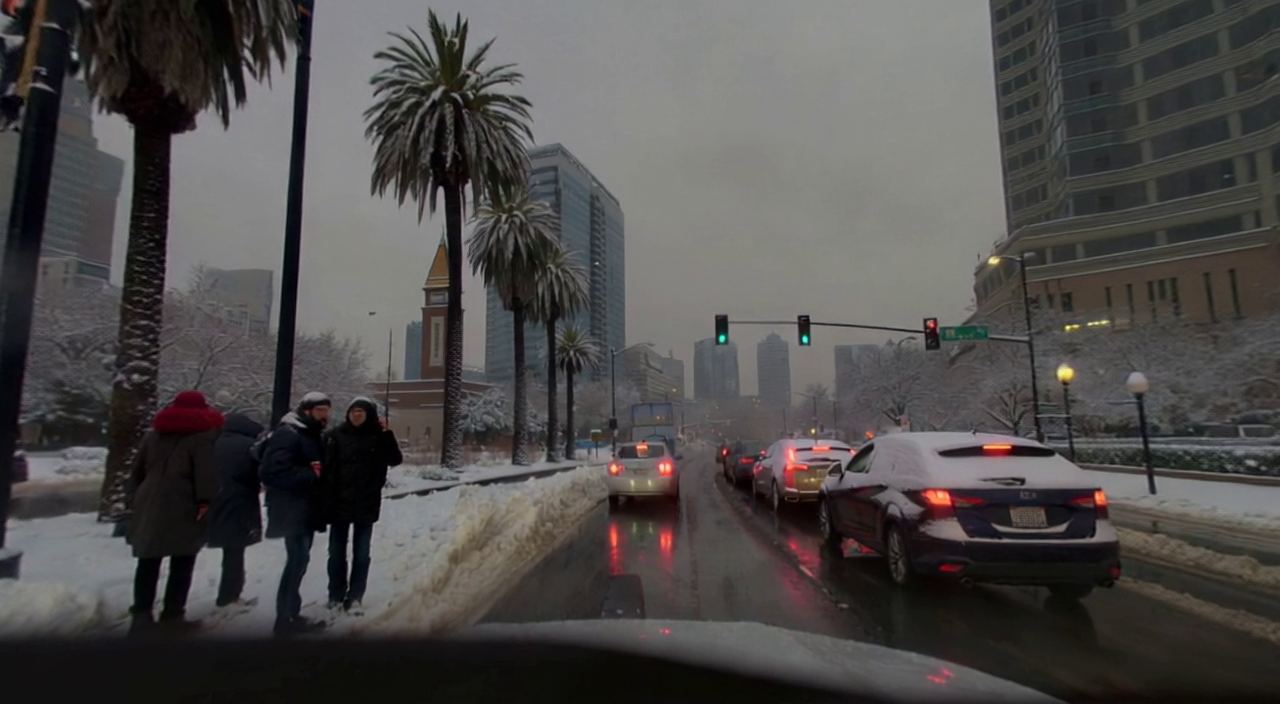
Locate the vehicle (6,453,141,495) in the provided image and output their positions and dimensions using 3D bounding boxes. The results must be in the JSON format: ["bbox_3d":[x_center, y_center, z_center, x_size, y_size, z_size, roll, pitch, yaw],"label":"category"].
[{"bbox_3d":[-26.693,5.721,29.961,2.105,1.793,4.812,0,-9,-3],"label":"vehicle"}]

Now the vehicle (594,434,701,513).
[{"bbox_3d":[0.179,2.618,14.003,2.048,1.503,3.681,0,-9,1],"label":"vehicle"}]

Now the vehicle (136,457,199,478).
[{"bbox_3d":[-36.823,8.991,49.221,1.700,1.527,4.445,1,-9,-4],"label":"vehicle"}]

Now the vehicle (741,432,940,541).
[{"bbox_3d":[3.093,2.165,10.838,1.913,1.469,4.425,0,-9,-1],"label":"vehicle"}]

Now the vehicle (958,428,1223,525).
[{"bbox_3d":[8.174,2.278,12.055,1.859,1.508,4.259,0,-9,-1],"label":"vehicle"}]
